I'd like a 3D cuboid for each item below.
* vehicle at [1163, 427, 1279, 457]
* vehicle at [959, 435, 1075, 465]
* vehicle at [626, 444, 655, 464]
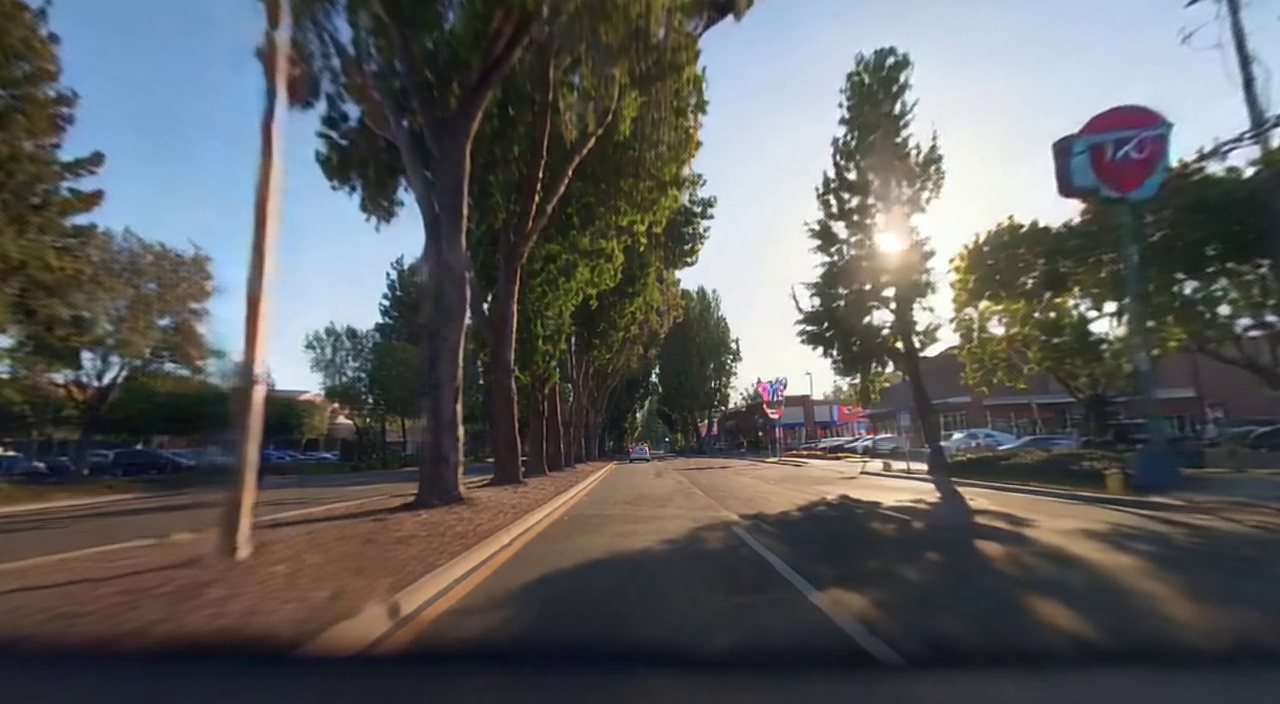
[{"bbox_3d":[31.480,4.889,34.198,1.927,1.464,4.368,3,-9,-23],"label":"vehicle"},{"bbox_3d":[19.940,5.219,33.671,2.048,1.462,4.802,5,-10,-32],"label":"vehicle"},{"bbox_3d":[-0.008,8.017,49.736,2.159,1.461,4.142,0,-9,-1],"label":"vehicle"}]
